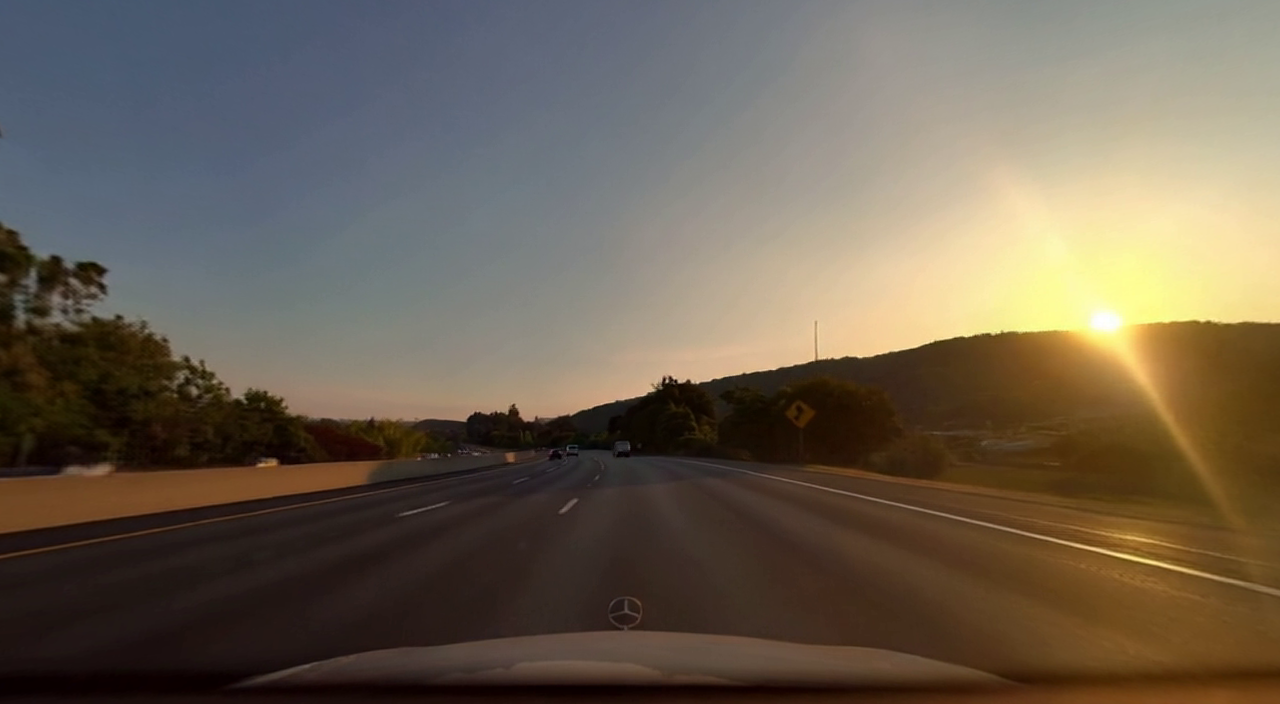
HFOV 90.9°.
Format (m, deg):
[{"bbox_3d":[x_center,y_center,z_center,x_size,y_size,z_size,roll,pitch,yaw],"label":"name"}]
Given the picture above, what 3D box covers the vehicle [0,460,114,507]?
[{"bbox_3d":[-25.756,5.538,27.060,2.069,1.584,5.069,3,-8,-1],"label":"vehicle"}]
